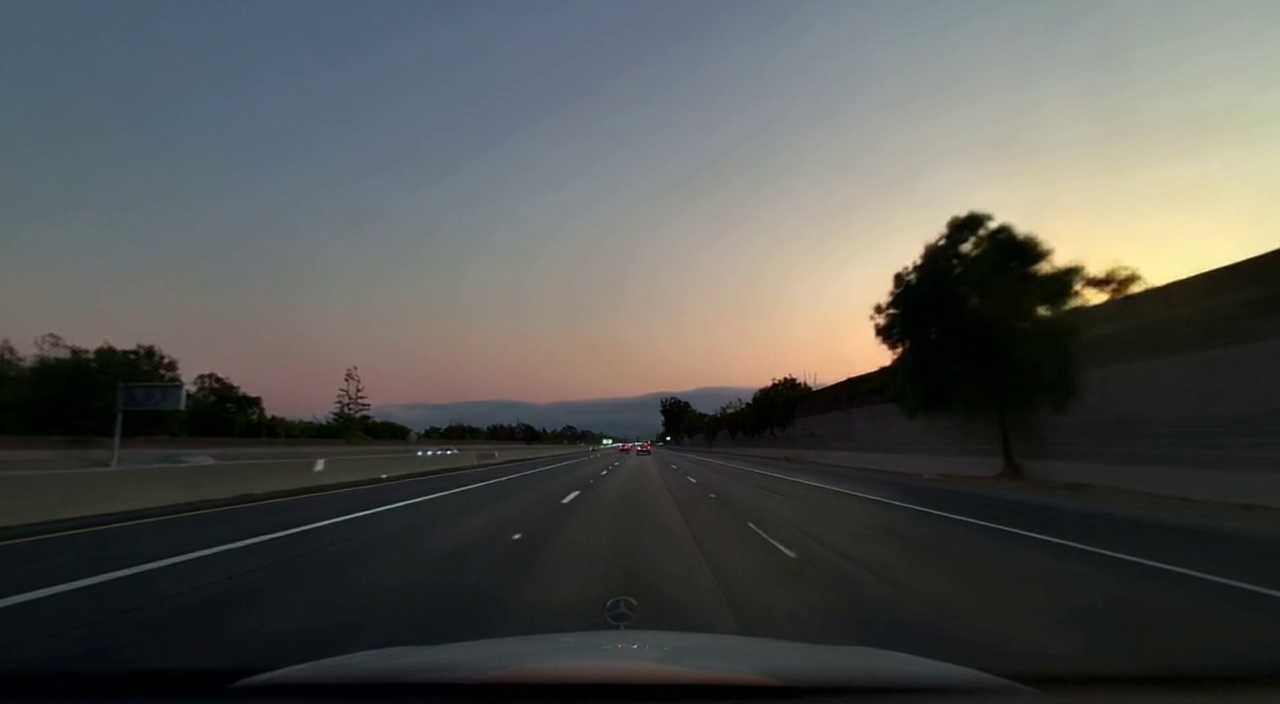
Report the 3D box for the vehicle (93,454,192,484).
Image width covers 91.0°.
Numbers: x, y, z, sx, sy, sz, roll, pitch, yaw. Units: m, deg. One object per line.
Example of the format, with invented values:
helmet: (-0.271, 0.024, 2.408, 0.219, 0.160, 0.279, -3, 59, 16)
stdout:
vehicle: (-28.199, 6.599, 35.912, 1.913, 1.530, 4.456, 0, -9, 1)
